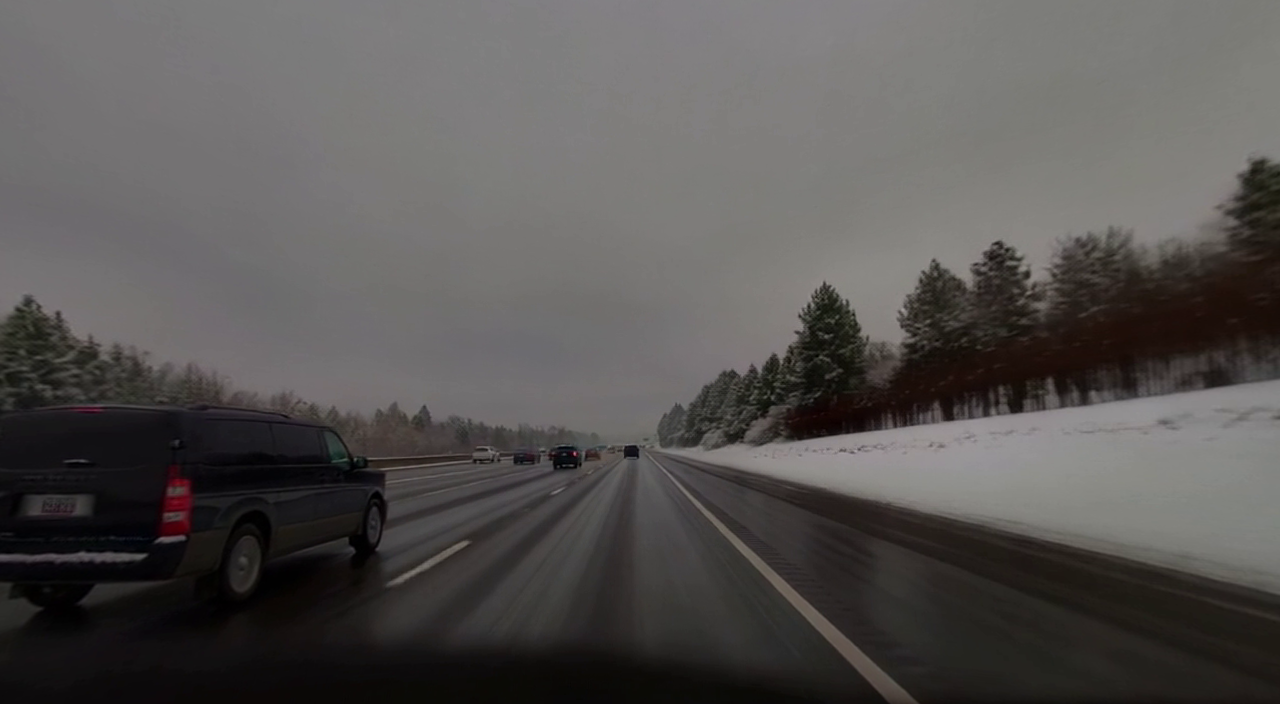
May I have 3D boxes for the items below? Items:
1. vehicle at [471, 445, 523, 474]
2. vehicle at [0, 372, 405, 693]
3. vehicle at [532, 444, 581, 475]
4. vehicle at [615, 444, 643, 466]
[{"bbox_3d":[-7.909,5.959,35.007,1.936,1.516,3.904,0,-9,0],"label":"vehicle"},{"bbox_3d":[-4.128,1.359,5.861,2.074,1.779,4.588,0,-9,0],"label":"vehicle"},{"bbox_3d":[-4.210,5.476,32.174,1.988,1.477,4.118,0,-9,0],"label":"vehicle"},{"bbox_3d":[-0.779,7.627,46.476,2.023,1.479,3.718,0,-9,0],"label":"vehicle"}]
